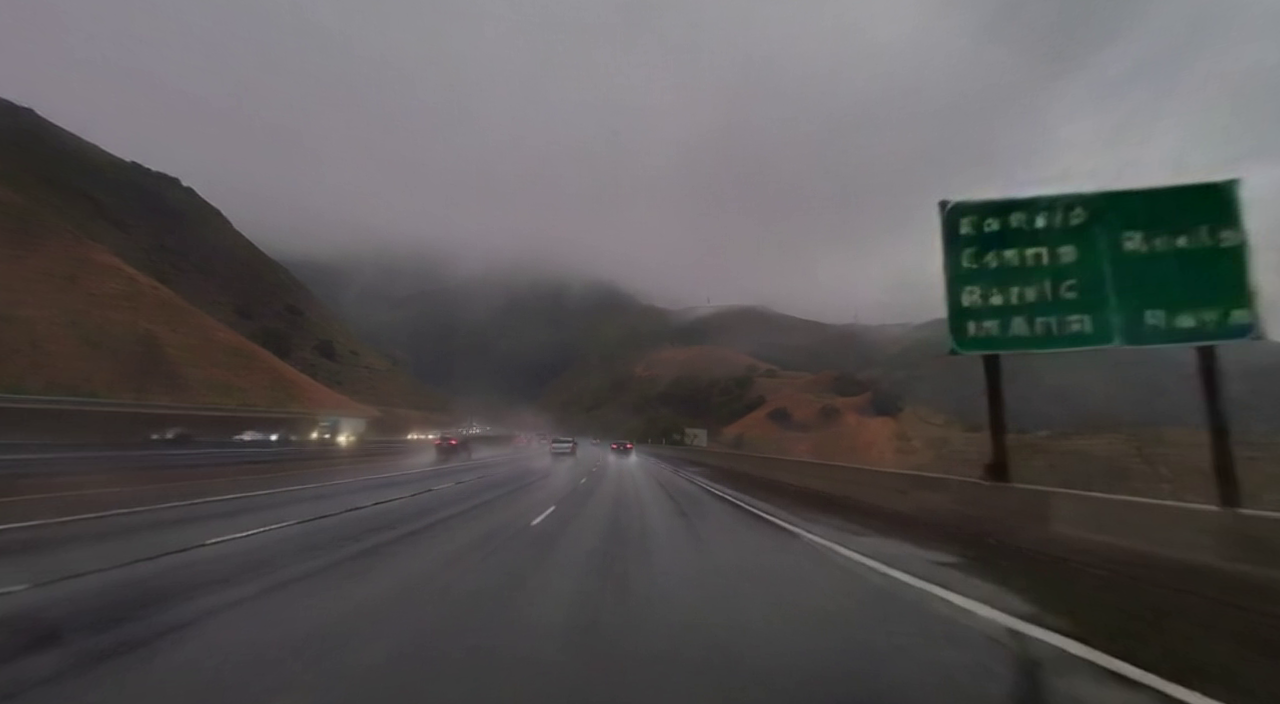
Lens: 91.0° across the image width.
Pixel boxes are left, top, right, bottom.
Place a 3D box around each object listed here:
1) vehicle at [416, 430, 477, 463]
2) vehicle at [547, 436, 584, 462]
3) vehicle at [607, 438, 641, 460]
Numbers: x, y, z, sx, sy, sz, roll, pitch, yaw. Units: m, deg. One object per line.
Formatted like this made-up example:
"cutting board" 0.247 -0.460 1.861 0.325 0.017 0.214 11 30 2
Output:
"vehicle" -11.951 5.881 39.253 2.219 1.923 4.985 0 -8 -1
"vehicle" -4.931 6.497 42.124 2.060 1.631 4.214 0 -8 -1
"vehicle" -1.191 7.252 47.245 2.421 1.594 4.248 0 -8 -2
